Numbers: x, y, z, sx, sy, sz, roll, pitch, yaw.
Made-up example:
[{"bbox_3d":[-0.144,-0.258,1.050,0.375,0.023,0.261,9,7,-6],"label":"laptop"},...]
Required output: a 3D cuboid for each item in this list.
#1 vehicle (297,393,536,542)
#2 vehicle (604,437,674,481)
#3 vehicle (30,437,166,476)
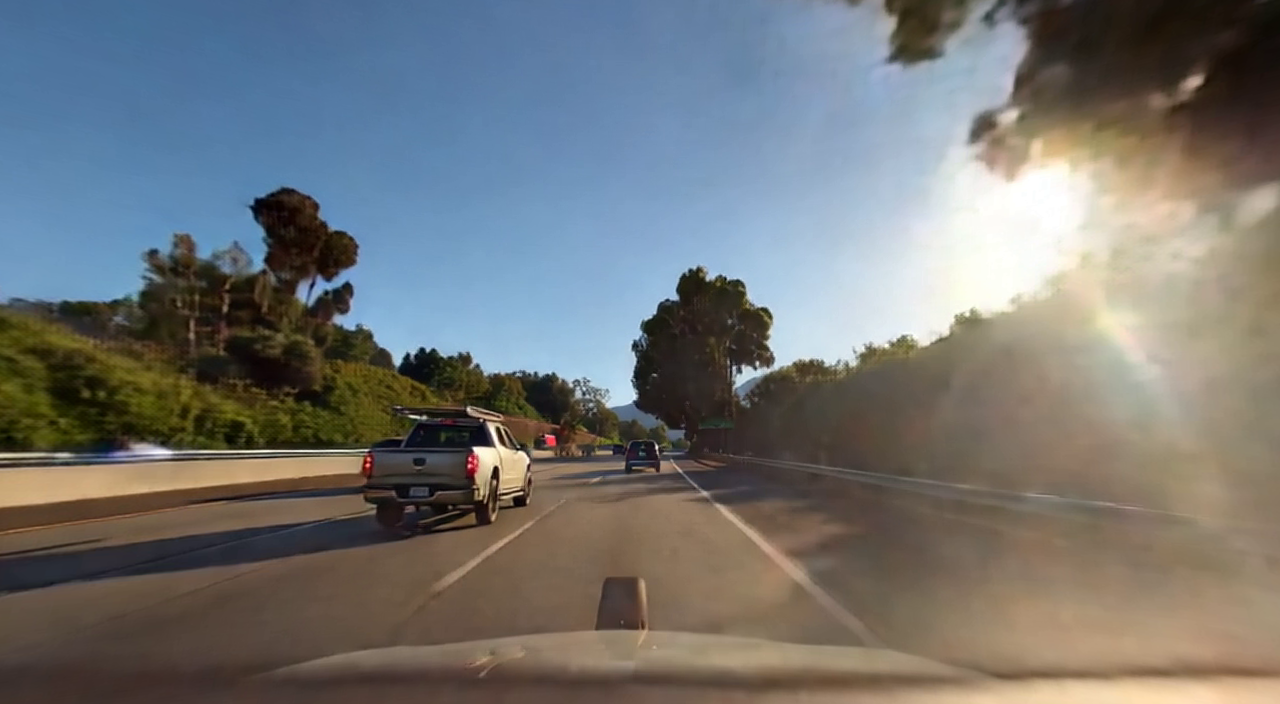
[{"bbox_3d":[-3.365,1.895,10.839,2.250,1.947,4.860,0,-9,1],"label":"vehicle"},{"bbox_3d":[0.038,4.515,26.987,2.715,1.669,5.163,0,-9,1],"label":"vehicle"},{"bbox_3d":[-24.668,4.769,28.948,2.163,1.584,4.498,0,-9,2],"label":"vehicle"}]
